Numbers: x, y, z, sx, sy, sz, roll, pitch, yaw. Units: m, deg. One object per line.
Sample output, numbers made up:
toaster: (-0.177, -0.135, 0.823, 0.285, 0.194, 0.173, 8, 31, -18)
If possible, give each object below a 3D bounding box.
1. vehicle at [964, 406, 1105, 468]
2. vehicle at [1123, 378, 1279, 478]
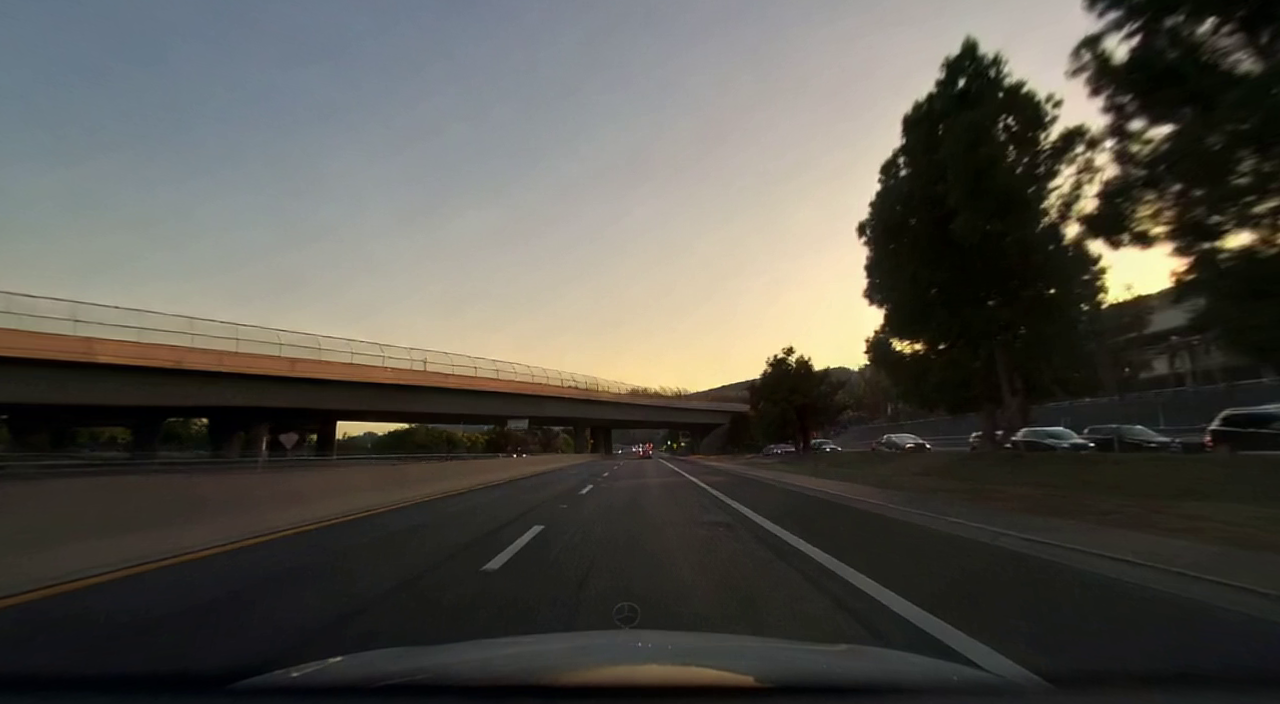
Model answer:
vehicle: (30.287, 6.768, 49.709, 2.914, 4.132, 13.954, -2, -8, 4)
vehicle: (28.267, 3.579, 28.855, 2.848, 4.095, 14.282, -1, -9, 8)
